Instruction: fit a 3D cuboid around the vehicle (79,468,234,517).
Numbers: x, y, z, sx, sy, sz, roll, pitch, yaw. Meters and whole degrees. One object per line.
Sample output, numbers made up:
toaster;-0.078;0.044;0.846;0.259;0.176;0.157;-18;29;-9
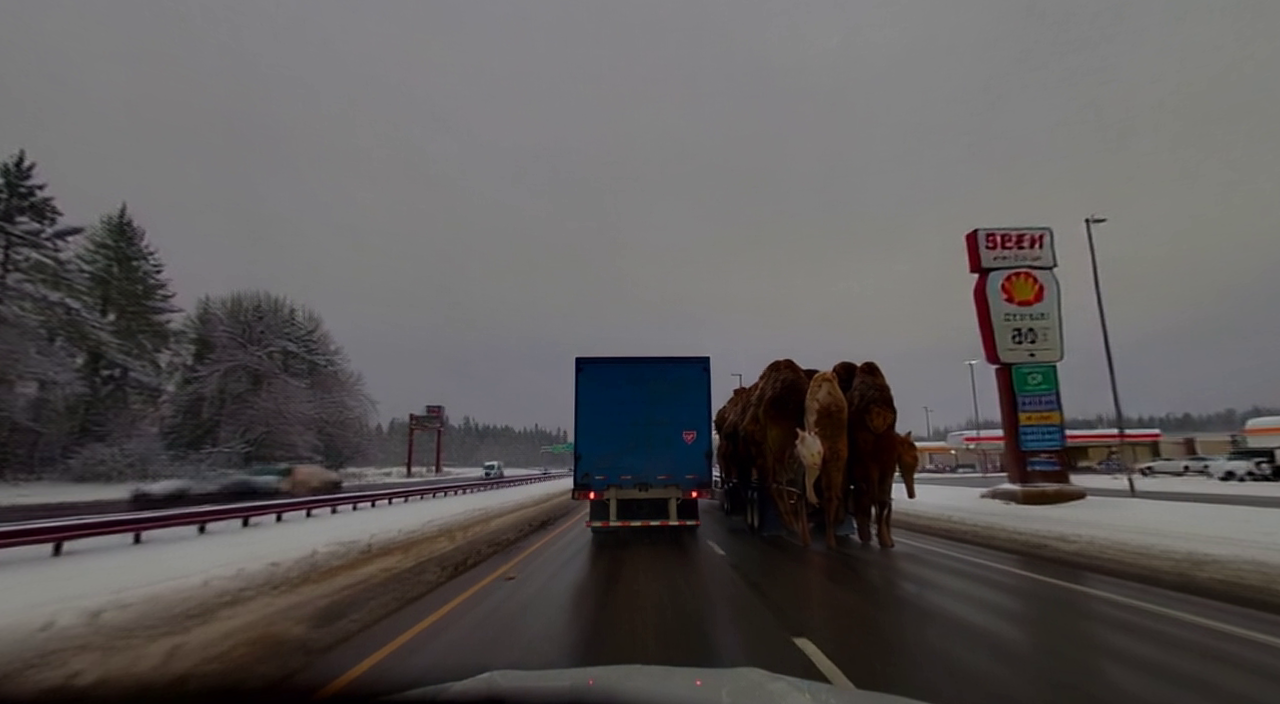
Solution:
vehicle;-16.744;4.862;22.182;1.892;1.507;4.458;1;-10;-1

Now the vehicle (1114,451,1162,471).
vehicle;38.412;8.451;48.585;3.565;1.448;1.866;8;-13;-36

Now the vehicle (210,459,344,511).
vehicle;-12.111;4.456;21.428;1.891;1.537;4.321;1;-10;1

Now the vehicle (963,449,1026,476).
vehicle;24.739;7.762;44.124;1.919;1.722;4.024;1;-10;-2

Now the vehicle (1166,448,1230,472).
vehicle;36.864;7.170;41.601;4.315;1.469;1.823;7;-12;-31

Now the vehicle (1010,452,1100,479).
vehicle;24.602;6.747;37.527;1.762;1.470;4.485;3;-11;-10

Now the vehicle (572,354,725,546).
vehicle;0.068;2.466;15.335;2.618;3.306;8.676;1;-10;-1

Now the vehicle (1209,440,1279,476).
vehicle;31.199;5.289;31.225;1.843;1.655;4.401;1;-10;0

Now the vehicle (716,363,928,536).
vehicle;4.427;2.901;18.151;2.936;3.640;9.443;1;-10;-2
